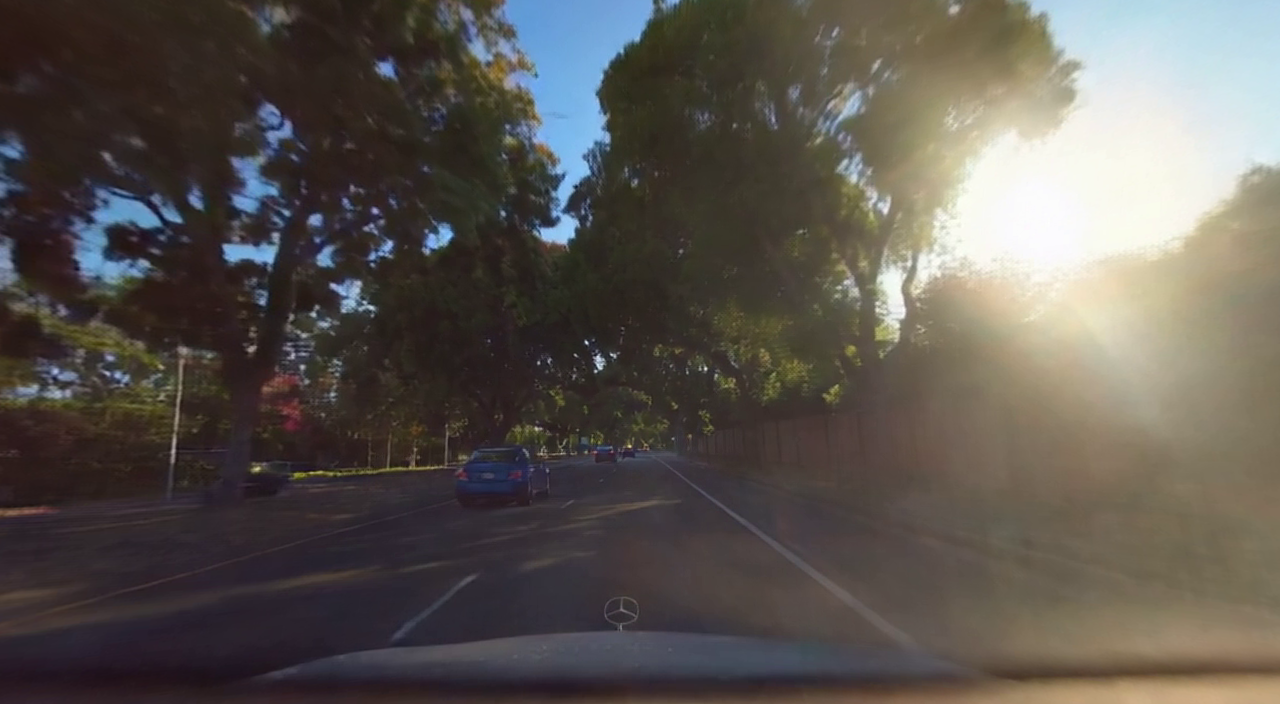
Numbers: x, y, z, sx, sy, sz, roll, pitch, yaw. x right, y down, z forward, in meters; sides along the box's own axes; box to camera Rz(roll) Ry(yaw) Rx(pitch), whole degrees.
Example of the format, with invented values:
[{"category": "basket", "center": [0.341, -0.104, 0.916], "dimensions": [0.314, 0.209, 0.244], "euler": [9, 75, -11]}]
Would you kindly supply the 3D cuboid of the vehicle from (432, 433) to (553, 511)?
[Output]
[{"category": "vehicle", "center": [-3.477, 2.925, 15.832], "dimensions": [1.919, 1.650, 4.546], "euler": [0, -9, 0]}]
